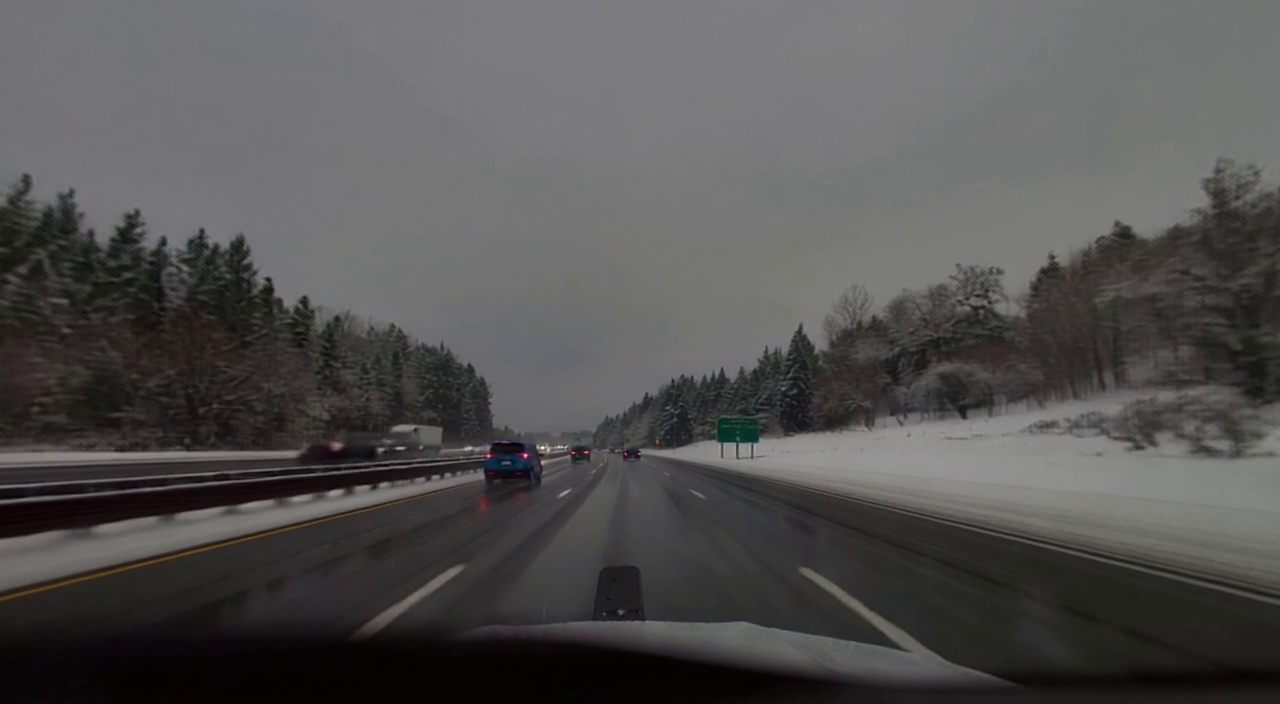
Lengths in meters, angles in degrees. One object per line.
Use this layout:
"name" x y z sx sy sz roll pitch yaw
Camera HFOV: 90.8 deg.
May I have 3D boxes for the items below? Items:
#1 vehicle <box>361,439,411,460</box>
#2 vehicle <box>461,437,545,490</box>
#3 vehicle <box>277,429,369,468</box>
"vehicle" -18.290 7.061 45.623 1.851 1.453 4.488 0 -9 -2
"vehicle" -4.703 3.909 22.366 2.088 1.675 4.108 0 -9 0
"vehicle" -13.838 4.249 27.847 1.899 1.536 4.263 0 -9 -1
